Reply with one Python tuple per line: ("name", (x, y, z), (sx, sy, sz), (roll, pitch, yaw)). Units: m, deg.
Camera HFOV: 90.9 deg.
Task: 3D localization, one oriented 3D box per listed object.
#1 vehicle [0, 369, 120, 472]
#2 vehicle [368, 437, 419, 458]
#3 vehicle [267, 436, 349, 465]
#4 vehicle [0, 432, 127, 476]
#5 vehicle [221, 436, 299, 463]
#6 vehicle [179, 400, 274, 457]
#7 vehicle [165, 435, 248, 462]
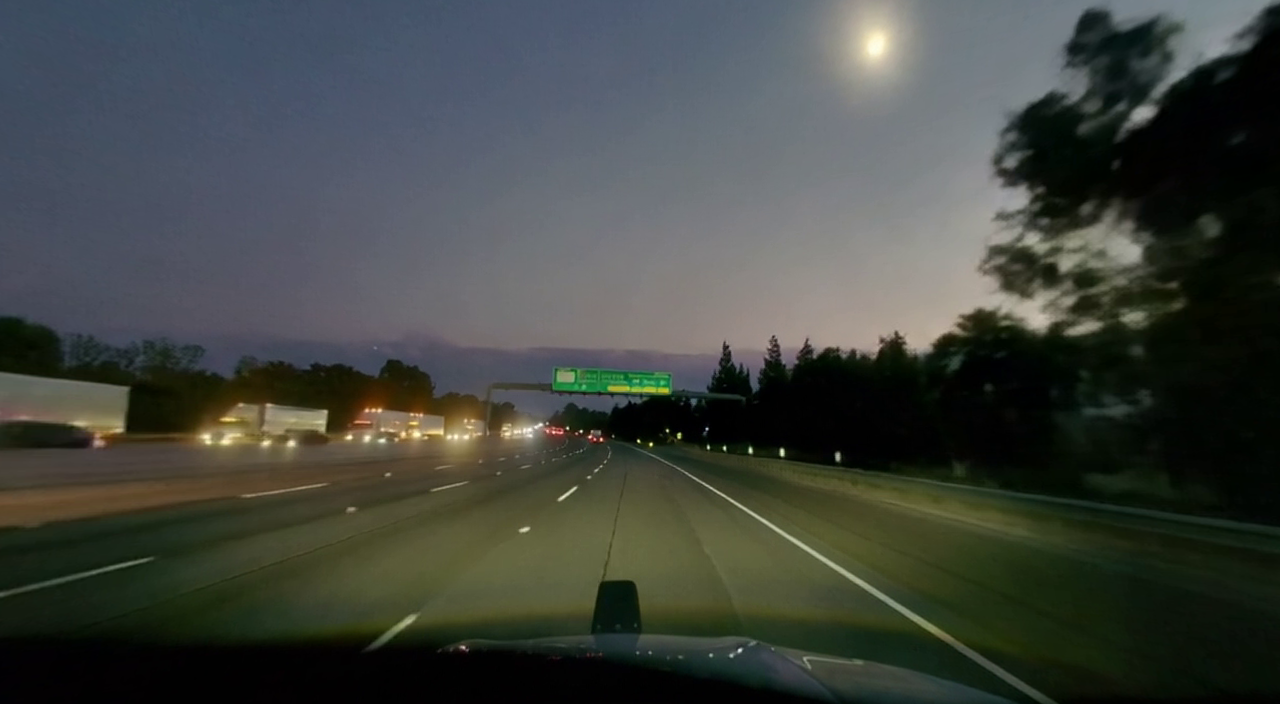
("vehicle", (-25.348, 2.485, 22.962), (2.922, 3.800, 11.932), (0, -8, -2))
("vehicle", (-18.534, 7.171, 47.604), (2.088, 1.442, 4.286), (0, -8, -1))
("vehicle", (-17.895, 5.320, 34.275), (2.083, 1.461, 4.419), (0, -8, -1))
("vehicle", (-21.449, 3.664, 23.021), (1.841, 1.459, 4.372), (0, -8, -2))
("vehicle", (-21.913, 5.624, 36.615), (1.911, 1.446, 4.389), (0, -8, -2))
("vehicle", (-30.224, 5.659, 46.405), (2.983, 3.944, 5.866), (0, -8, -2))
("vehicle", (-25.433, 5.665, 37.190), (1.816, 1.460, 4.384), (0, -8, -1))
